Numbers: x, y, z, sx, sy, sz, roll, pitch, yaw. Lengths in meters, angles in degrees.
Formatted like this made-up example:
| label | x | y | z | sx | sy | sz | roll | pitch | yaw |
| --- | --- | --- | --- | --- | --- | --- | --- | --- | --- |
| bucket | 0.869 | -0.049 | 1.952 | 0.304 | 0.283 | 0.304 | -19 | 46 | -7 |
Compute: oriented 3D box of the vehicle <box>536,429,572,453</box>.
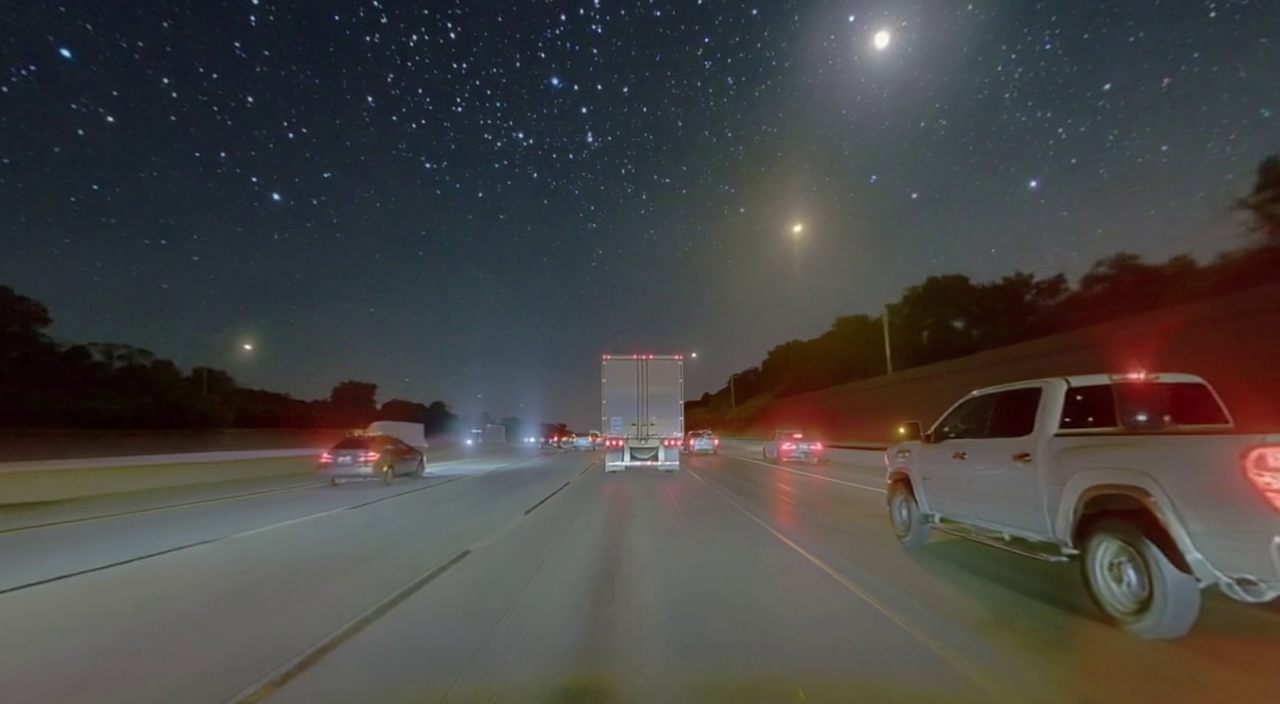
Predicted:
| label | x | y | z | sx | sy | sz | roll | pitch | yaw |
| --- | --- | --- | --- | --- | --- | --- | --- | --- | --- |
| vehicle | -6.072 | 6.315 | 44.730 | 2.134 | 1.650 | 4.133 | 0 | -8 | -2 |

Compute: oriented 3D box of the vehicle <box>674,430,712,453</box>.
| label | x | y | z | sx | sy | sz | roll | pitch | yaw |
| --- | --- | --- | --- | --- | --- | --- | --- | --- | --- |
| vehicle | 3.641 | 6.194 | 43.798 | 2.044 | 1.508 | 4.716 | 0 | -8 | -2 |

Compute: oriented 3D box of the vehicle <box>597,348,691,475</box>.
| label | x | y | z | sx | sy | sz | roll | pitch | yaw |
| --- | --- | --- | --- | --- | --- | --- | --- | --- | --- |
| vehicle | -0.158 | 2.512 | 24.736 | 2.904 | 3.915 | 10.473 | 0 | -8 | -3 |

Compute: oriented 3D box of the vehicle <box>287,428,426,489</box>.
| label | x | y | z | sx | sy | sz | roll | pitch | yaw |
| --- | --- | --- | --- | --- | --- | --- | --- | --- | --- |
| vehicle | -7.740 | 2.913 | 17.645 | 2.059 | 1.500 | 4.001 | 0 | -8 | -1 |

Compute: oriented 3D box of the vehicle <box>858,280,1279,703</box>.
| label | x | y | z | sx | sy | sz | roll | pitch | yaw |
| --- | --- | --- | --- | --- | --- | --- | --- | --- | --- |
| vehicle | 3.562 | 0.904 | 4.523 | 2.118 | 1.832 | 4.901 | 0 | -8 | -1 |
